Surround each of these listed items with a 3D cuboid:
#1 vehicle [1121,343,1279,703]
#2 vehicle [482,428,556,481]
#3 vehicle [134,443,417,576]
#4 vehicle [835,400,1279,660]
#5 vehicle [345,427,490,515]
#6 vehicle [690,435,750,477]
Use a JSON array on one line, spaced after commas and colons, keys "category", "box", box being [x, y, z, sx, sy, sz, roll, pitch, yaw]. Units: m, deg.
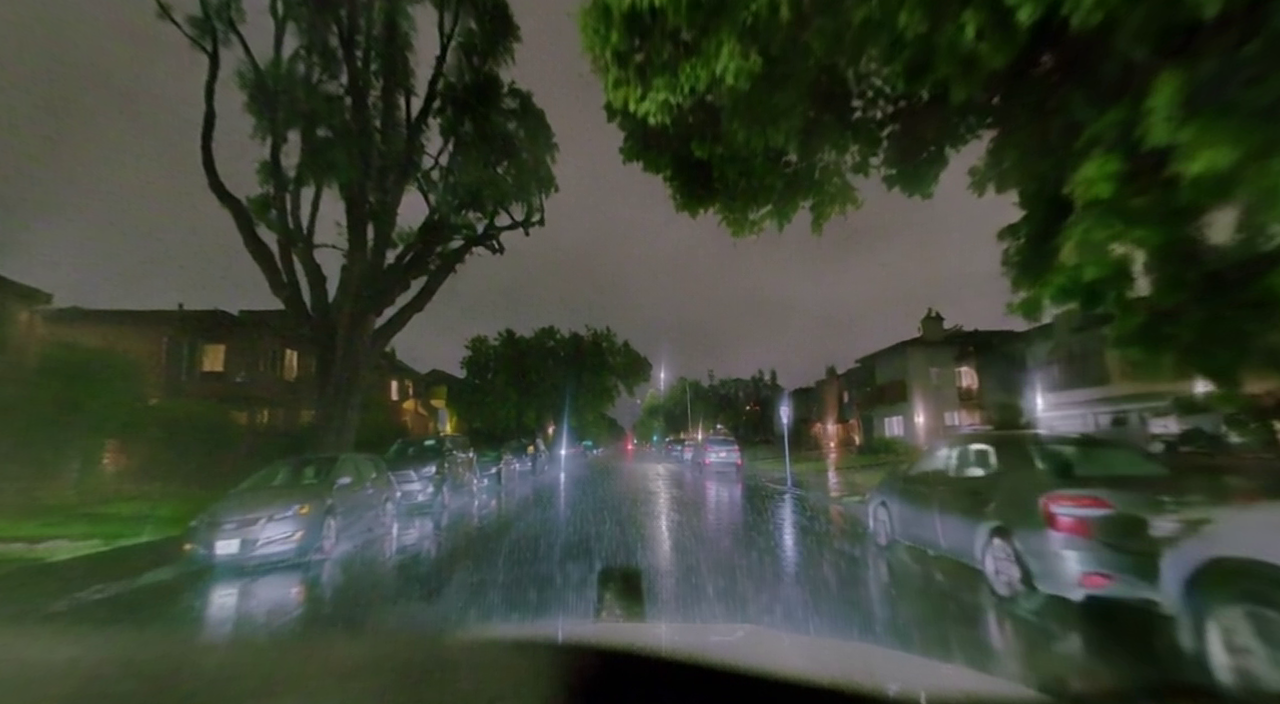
[{"category": "vehicle", "box": [3.804, 0.615, 1.033, 2.121, 1.778, 4.916, 0, -8, 0]}, {"category": "vehicle", "box": [-5.263, 4.566, 28.417, 2.390, 2.123, 5.371, 0, -8, -2]}, {"category": "vehicle", "box": [-4.972, 2.136, 9.528, 1.901, 1.486, 4.422, 1, -8, -5]}, {"category": "vehicle", "box": [3.787, 1.484, 6.463, 1.989, 1.652, 4.662, 0, -8, -1]}, {"category": "vehicle", "box": [-5.302, 2.884, 15.871, 2.042, 1.850, 4.758, 0, -8, -2]}, {"category": "vehicle", "box": [3.507, 4.660, 28.615, 1.994, 1.710, 4.699, 0, -8, -1]}]
